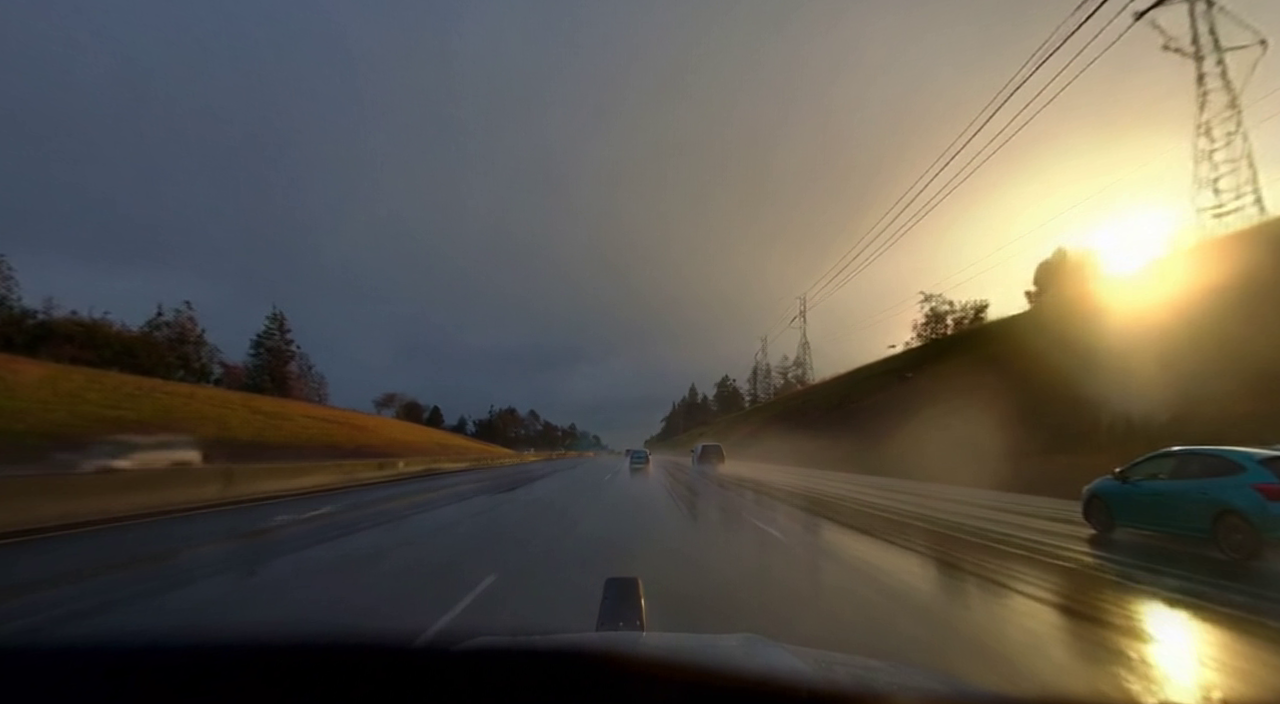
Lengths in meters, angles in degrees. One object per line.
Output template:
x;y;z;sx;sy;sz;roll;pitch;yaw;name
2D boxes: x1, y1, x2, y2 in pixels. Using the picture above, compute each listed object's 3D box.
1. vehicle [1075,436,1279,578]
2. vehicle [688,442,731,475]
8.051;1.841;7.753;1.970;1.545;4.818;0;-9;1;vehicle
4.115;6.347;37.812;2.159;1.782;4.673;0;-9;1;vehicle
